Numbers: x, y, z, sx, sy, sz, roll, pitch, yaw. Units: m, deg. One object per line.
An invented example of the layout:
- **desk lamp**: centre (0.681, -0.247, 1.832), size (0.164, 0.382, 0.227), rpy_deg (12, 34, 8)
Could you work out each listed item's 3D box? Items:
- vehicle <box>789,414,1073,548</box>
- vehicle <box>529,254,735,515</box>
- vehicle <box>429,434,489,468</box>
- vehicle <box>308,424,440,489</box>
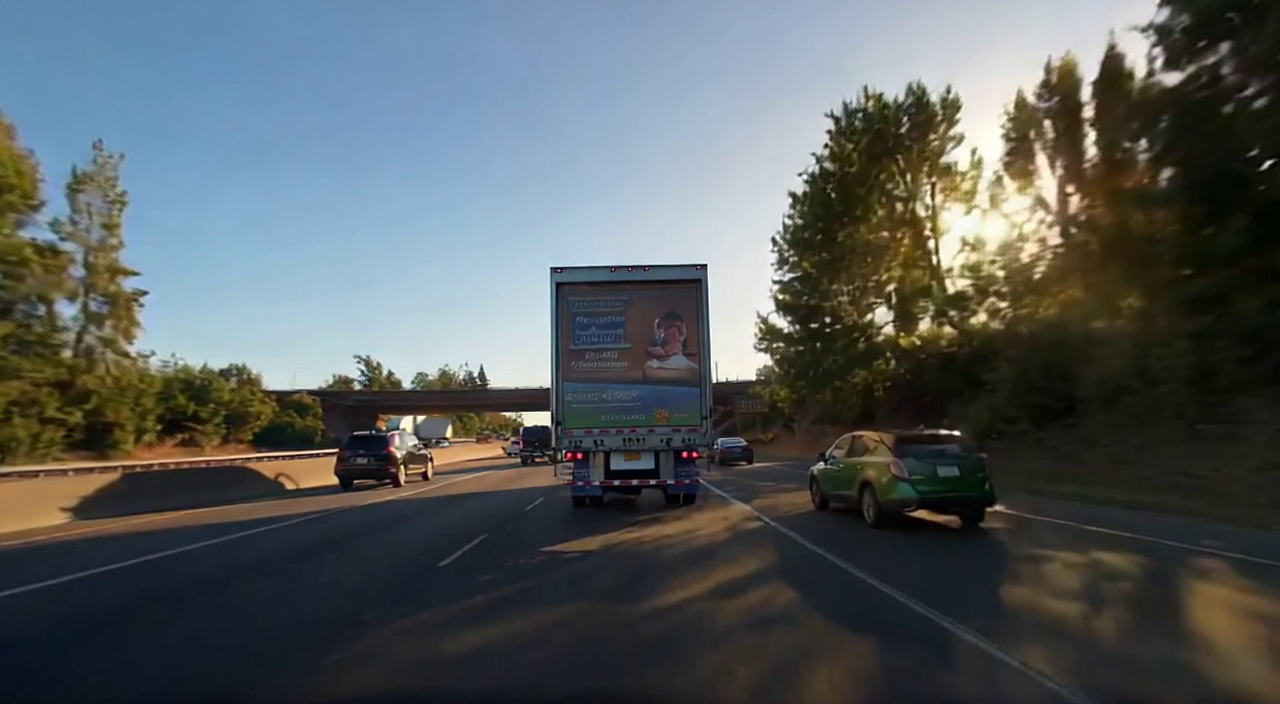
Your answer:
- **vehicle**: centre (3.910, 1.792, 9.573), size (2.003, 1.519, 4.580), rpy_deg (0, -8, -2)
- **vehicle**: centre (-0.225, 1.085, 14.038), size (2.911, 3.787, 9.905), rpy_deg (0, -8, -1)
- **vehicle**: centre (-8.594, 4.710, 30.147), size (1.845, 1.488, 3.656), rpy_deg (0, -8, -1)
- **vehicle**: centre (-7.844, 3.105, 19.128), size (2.057, 1.698, 4.550), rpy_deg (0, -8, -1)
